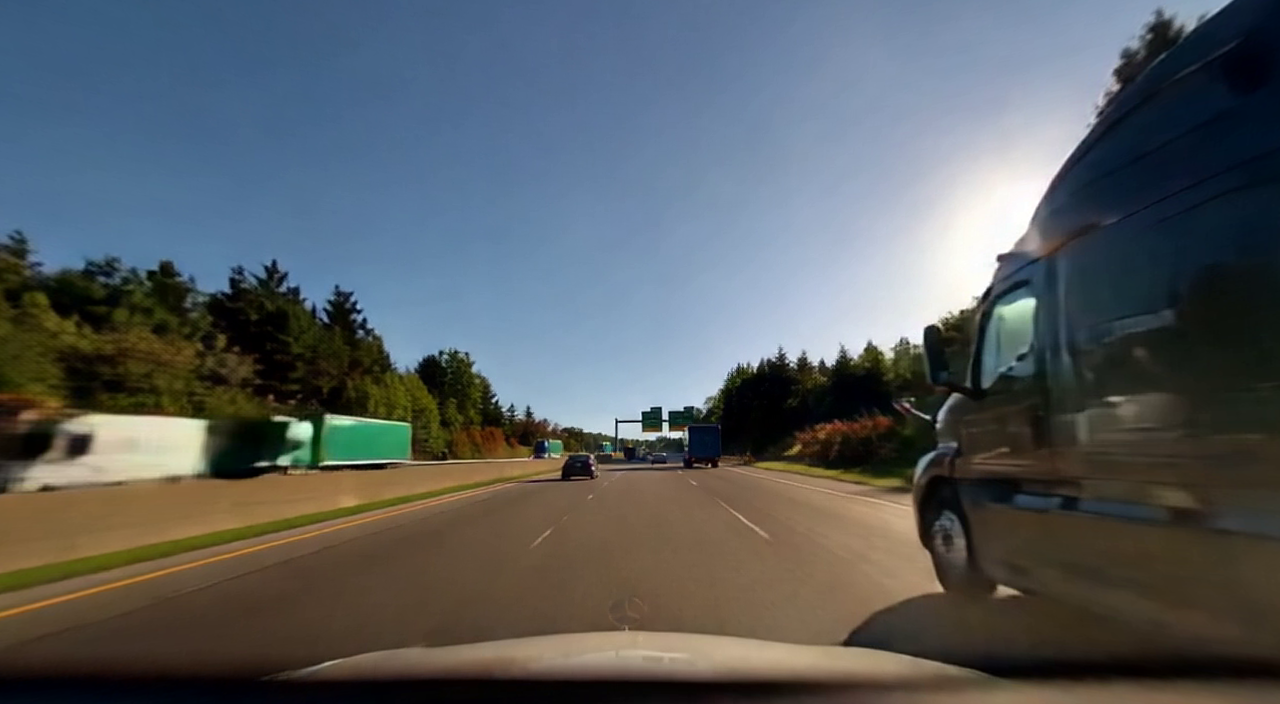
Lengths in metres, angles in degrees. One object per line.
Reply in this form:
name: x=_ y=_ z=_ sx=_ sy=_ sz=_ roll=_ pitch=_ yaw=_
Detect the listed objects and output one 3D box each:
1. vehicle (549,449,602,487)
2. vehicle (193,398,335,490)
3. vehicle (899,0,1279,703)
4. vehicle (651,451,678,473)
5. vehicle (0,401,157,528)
vehicle: x=-2.835 y=5.205 z=28.647 sx=1.960 sy=1.579 sz=4.384 roll=0 pitch=-9 yaw=0
vehicle: x=-17.995 y=4.507 z=30.780 sx=2.983 sy=4.017 sz=5.930 roll=0 pitch=-9 yaw=1
vehicle: x=4.454 y=0.051 z=3.960 sx=3.020 sy=3.962 sz=5.781 roll=0 pitch=-9 yaw=0
vehicle: x=1.782 y=8.242 z=47.524 sx=1.957 sy=1.541 sz=4.099 roll=0 pitch=-9 yaw=1
vehicle: x=-14.670 y=2.574 z=14.536 sx=2.210 sy=2.679 sz=5.840 roll=0 pitch=-9 yaw=2
